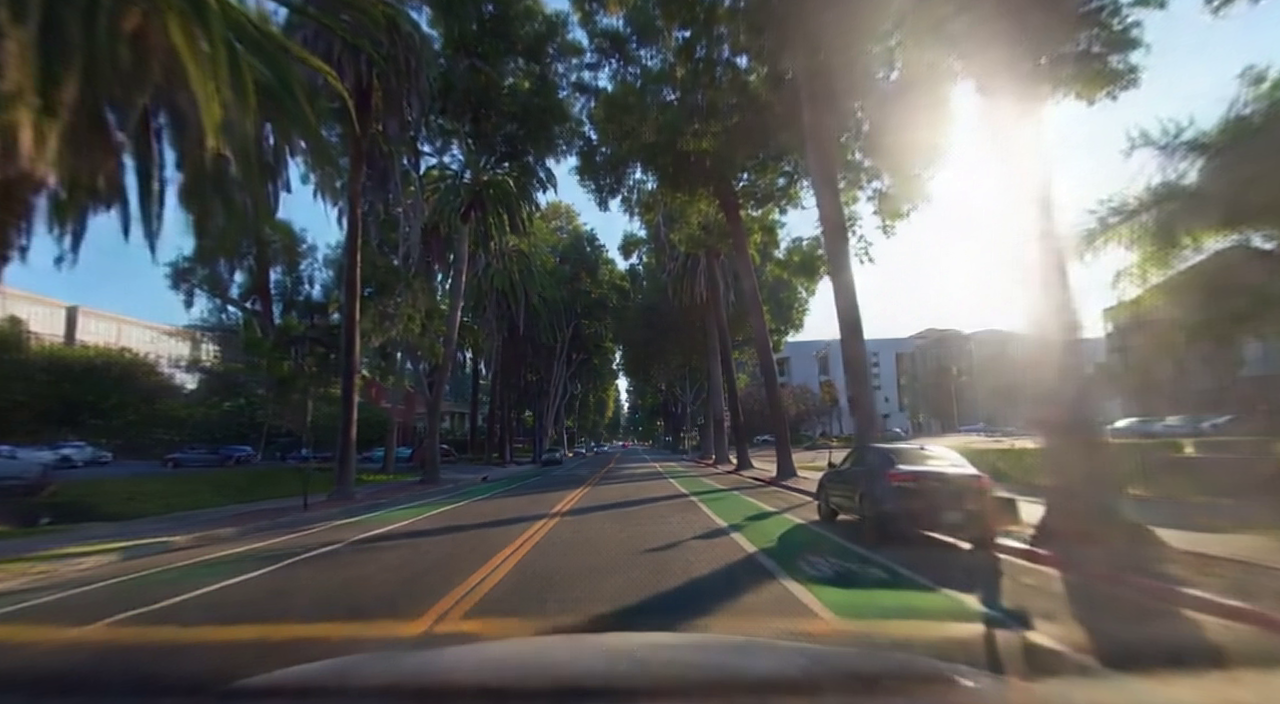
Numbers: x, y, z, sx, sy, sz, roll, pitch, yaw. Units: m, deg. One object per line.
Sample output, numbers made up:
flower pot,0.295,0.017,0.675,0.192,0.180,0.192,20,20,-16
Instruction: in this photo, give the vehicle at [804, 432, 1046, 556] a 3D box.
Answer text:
vehicle,4.449,2.276,10.846,1.997,1.640,4.494,0,-9,-1
